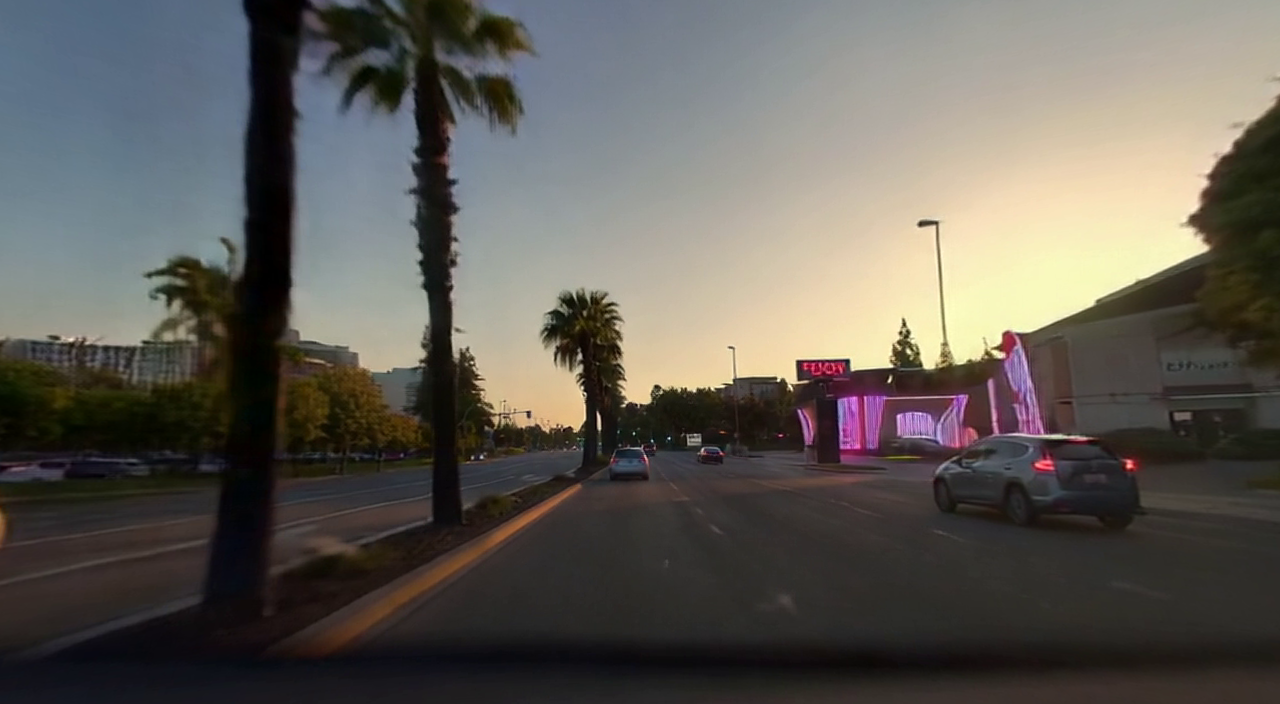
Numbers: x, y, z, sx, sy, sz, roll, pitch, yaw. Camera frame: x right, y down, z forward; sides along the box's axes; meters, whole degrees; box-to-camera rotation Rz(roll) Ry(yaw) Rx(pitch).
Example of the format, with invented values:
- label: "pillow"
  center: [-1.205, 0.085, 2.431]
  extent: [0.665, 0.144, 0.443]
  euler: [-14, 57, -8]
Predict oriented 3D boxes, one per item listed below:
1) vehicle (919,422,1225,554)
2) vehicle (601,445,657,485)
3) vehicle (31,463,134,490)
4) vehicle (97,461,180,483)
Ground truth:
- label: "vehicle"
  center: [6.335, 2.000, 9.936]
  extent: [1.949, 1.647, 3.894]
  euler: [0, -8, -2]
- label: "vehicle"
  center: [-0.400, 4.231, 23.898]
  extent: [1.970, 1.402, 3.756]
  euler: [0, -8, 0]
- label: "vehicle"
  center: [-33.420, 7.457, 37.816]
  extent: [4.389, 1.448, 1.925]
  euler: [0, -8, 2]
- label: "vehicle"
  center: [-33.871, 8.110, 42.543]
  extent: [4.047, 1.400, 1.866]
  euler: [-1, -8, 3]
